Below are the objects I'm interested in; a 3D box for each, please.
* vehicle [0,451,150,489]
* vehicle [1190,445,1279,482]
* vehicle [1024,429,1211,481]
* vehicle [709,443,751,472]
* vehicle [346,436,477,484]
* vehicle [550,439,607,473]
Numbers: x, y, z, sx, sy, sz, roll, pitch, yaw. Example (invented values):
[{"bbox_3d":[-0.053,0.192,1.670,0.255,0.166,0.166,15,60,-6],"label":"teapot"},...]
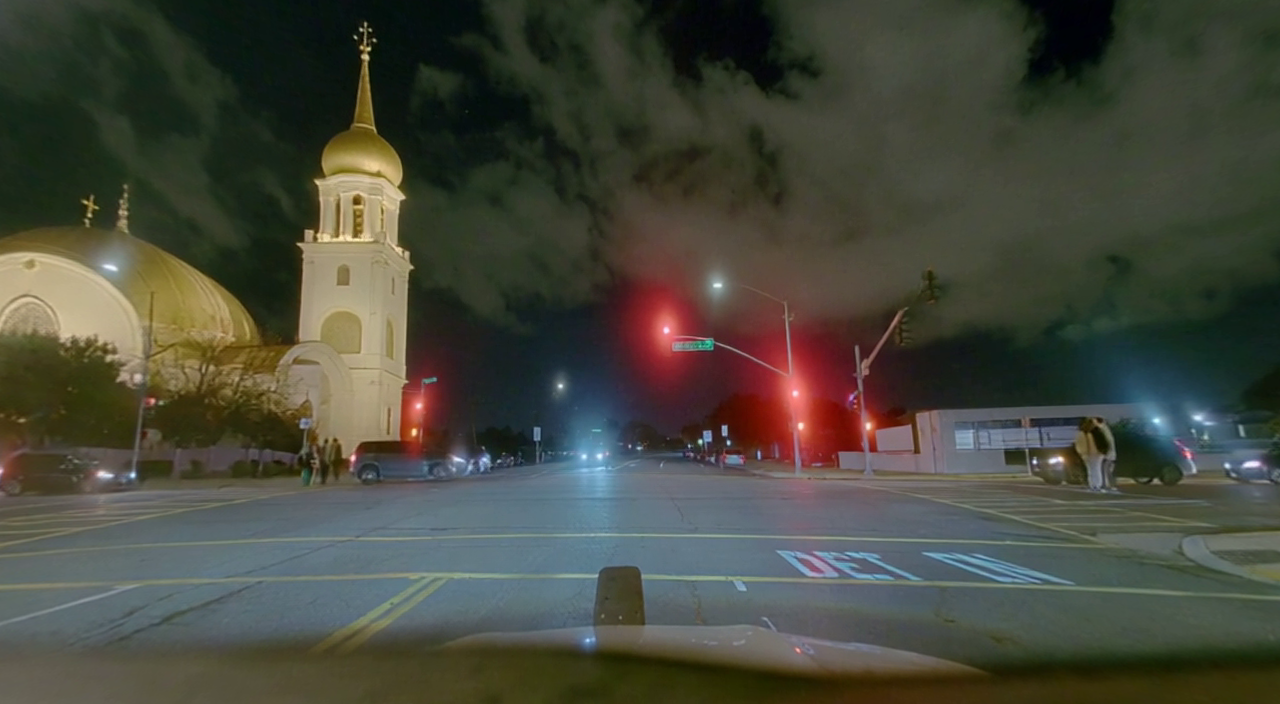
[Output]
[{"bbox_3d":[-23.374,4.858,26.218,4.479,1.476,1.873,0,-8,2],"label":"vehicle"},{"bbox_3d":[26.383,4.684,26.669,4.561,1.475,1.850,0,-8,0],"label":"vehicle"},{"bbox_3d":[19.877,4.320,26.566,5.852,2.057,2.361,0,-8,1],"label":"vehicle"},{"bbox_3d":[5.823,6.860,41.488,1.969,1.776,4.329,0,-8,-2],"label":"vehicle"},{"bbox_3d":[-8.831,4.175,24.717,4.567,1.724,2.051,3,-9,-18],"label":"vehicle"},{"bbox_3d":[-3.293,5.747,35.126,2.223,1.692,4.688,-1,-9,6],"label":"vehicle"}]
